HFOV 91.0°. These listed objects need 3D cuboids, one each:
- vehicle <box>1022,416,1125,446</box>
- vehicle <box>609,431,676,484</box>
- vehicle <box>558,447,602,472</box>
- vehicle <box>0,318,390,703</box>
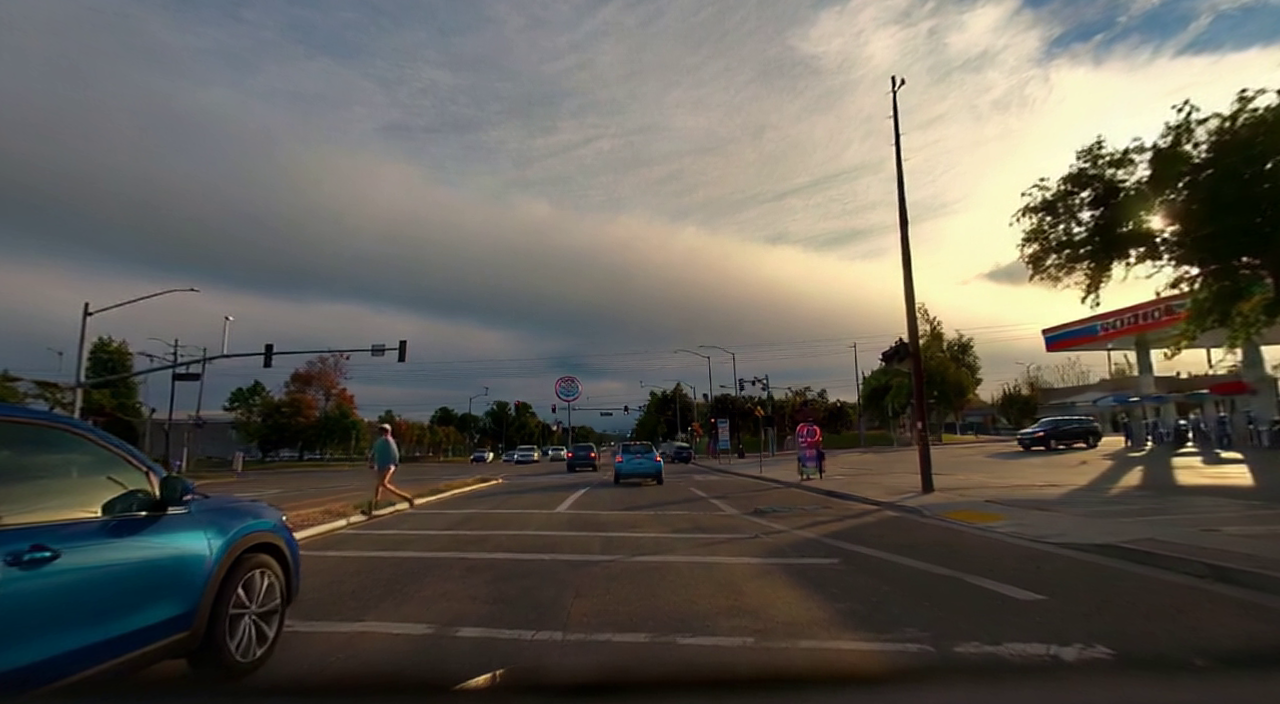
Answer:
[{"bbox_3d":[28.340,5.213,41.266,5.102,1.893,2.120,0,-9,-1],"label":"vehicle"},{"bbox_3d":[0.055,4.444,26.933,2.552,1.999,5.498,0,-8,-1],"label":"vehicle"},{"bbox_3d":[-3.636,6.638,39.168,2.192,1.458,4.594,0,-8,1],"label":"vehicle"},{"bbox_3d":[-3.132,0.863,2.571,2.247,1.734,4.919,0,-8,-1],"label":"vehicle"}]
